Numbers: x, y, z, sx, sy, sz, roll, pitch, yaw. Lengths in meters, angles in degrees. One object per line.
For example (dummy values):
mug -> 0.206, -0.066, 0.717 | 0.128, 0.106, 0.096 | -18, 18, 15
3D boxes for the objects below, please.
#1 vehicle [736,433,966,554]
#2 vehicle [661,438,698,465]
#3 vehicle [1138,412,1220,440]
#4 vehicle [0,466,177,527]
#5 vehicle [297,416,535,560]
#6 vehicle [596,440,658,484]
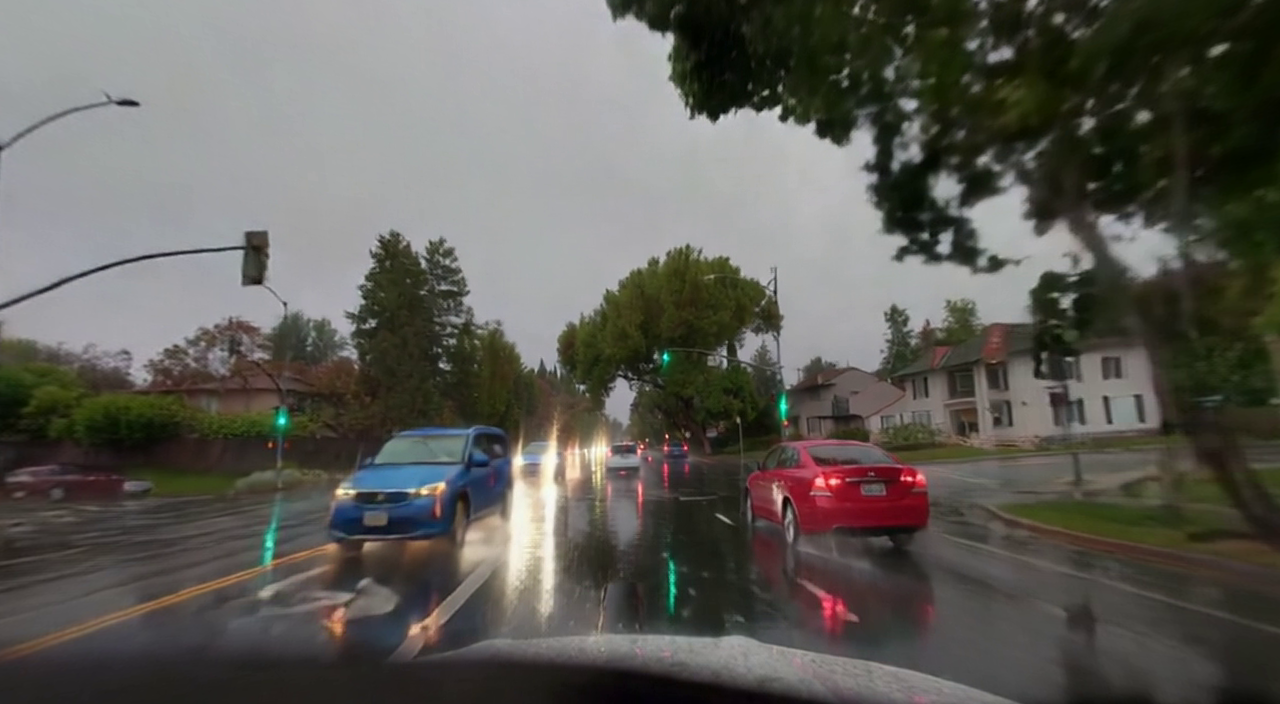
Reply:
vehicle -> 2.898, 2.036, 9.908 | 1.973, 1.447, 4.402 | 0, -8, -2
vehicle -> 2.840, 7.285, 46.390 | 2.187, 1.847, 4.553 | 0, -8, -3
vehicle -> 33.462, 4.667, 39.360 | 1.891, 1.644, 3.671 | 0, -8, 1
vehicle -> -18.149, 4.595, 20.469 | 4.918, 1.698, 2.184 | -2, -8, 11
vehicle -> -3.189, 2.063, 10.538 | 2.083, 1.741, 5.530 | 0, -8, -2
vehicle -> -0.514, 4.037, 23.523 | 2.114, 1.483, 4.207 | 0, -8, -2
